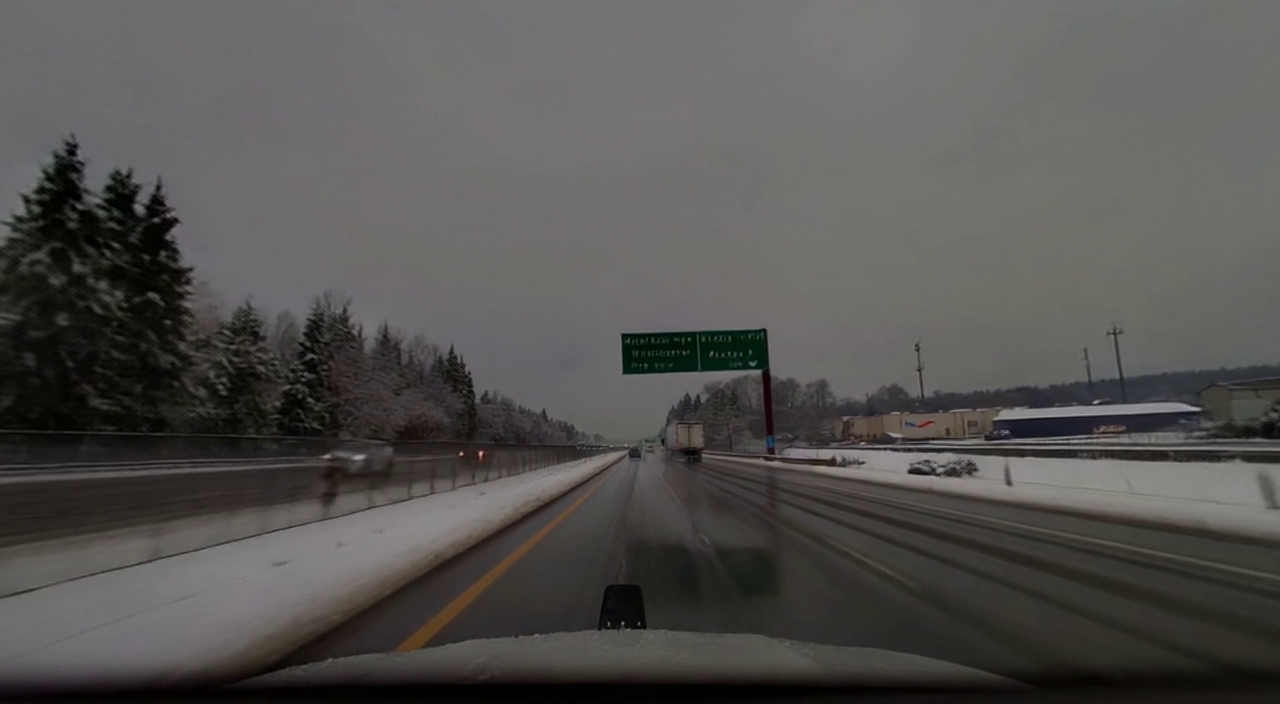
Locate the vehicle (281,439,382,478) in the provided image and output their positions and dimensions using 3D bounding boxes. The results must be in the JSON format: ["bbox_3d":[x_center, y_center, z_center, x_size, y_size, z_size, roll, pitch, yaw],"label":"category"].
[{"bbox_3d":[-12.932,4.491,26.829,1.890,1.474,4.672,0,-9,1],"label":"vehicle"}]

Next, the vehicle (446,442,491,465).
[{"bbox_3d":[-12.217,7.234,45.158,1.914,1.562,4.690,0,-9,0],"label":"vehicle"}]
